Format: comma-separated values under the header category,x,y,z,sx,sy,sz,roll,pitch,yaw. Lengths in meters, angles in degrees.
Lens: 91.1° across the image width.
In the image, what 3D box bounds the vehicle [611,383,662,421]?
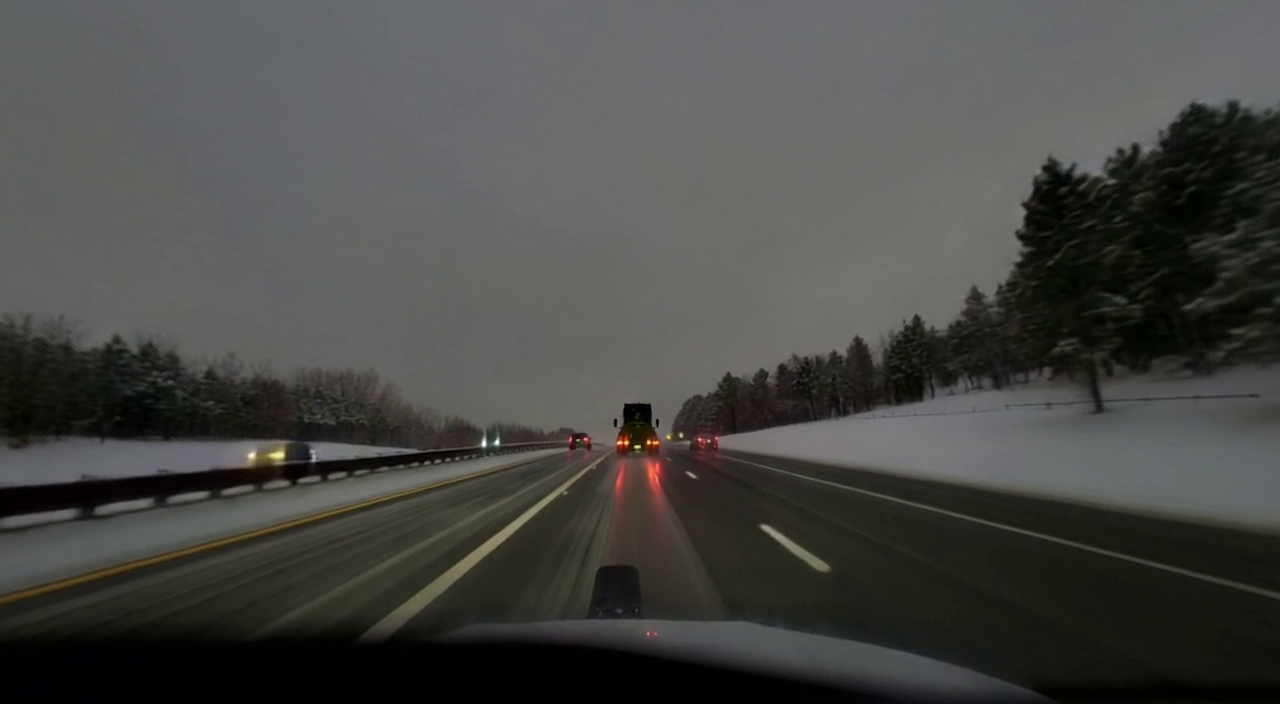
category,x,y,z,sx,sy,sz,roll,pitch,yaw
vehicle,-0.171,2.317,28.118,2.112,1.472,4.240,0,-8,-1

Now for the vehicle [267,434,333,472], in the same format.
category,x,y,z,sx,sy,sz,roll,pitch,yaw
vehicle,-18.339,5.437,34.040,1.741,1.925,3.045,0,-8,1

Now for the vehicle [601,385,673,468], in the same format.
category,x,y,z,sx,sy,sz,roll,pitch,yaw
vehicle,-0.307,3.966,32.764,2.953,3.406,13.372,0,-8,-2

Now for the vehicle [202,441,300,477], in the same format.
category,x,y,z,sx,sy,sz,roll,pitch,yaw
vehicle,-18.357,5.057,29.967,1.830,1.521,4.495,0,-8,0

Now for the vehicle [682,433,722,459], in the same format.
category,x,y,z,sx,sy,sz,roll,pitch,yaw
vehicle,3.767,5.773,38.930,1.910,1.492,4.324,0,-8,-1
